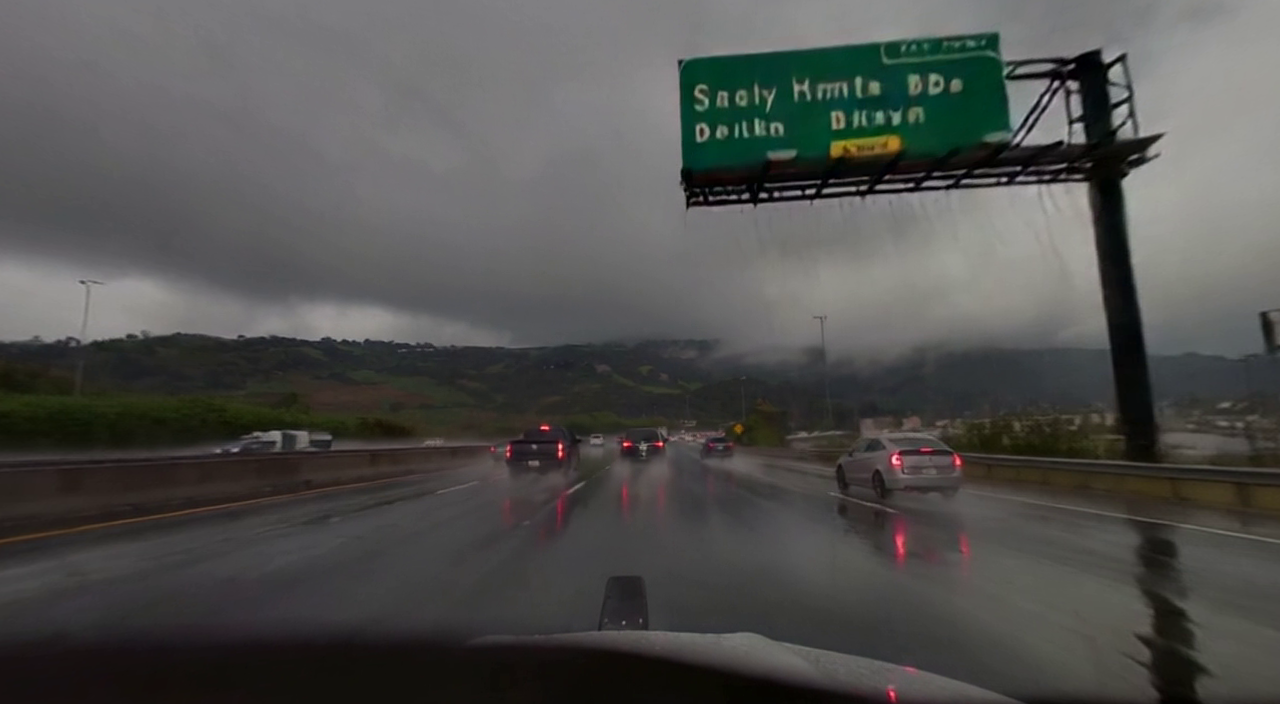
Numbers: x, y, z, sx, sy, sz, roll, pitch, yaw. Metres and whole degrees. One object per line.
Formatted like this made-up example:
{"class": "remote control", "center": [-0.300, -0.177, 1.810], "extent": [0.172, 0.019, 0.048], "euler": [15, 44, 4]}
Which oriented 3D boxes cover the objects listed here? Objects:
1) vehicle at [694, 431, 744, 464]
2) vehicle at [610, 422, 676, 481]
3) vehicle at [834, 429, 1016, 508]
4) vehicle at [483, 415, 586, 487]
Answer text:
{"class": "vehicle", "center": [4.438, 5.473, 36.181], "extent": [2.067, 1.775, 4.372], "euler": [0, -8, -3]}
{"class": "vehicle", "center": [0.125, 3.400, 21.681], "extent": [2.052, 1.808, 3.898], "euler": [-1, -8, 1]}
{"class": "vehicle", "center": [6.048, 2.515, 14.092], "extent": [1.998, 1.456, 4.338], "euler": [0, -8, -1]}
{"class": "vehicle", "center": [-3.203, 3.209, 20.604], "extent": [2.316, 1.999, 5.765], "euler": [0, -8, 1]}
